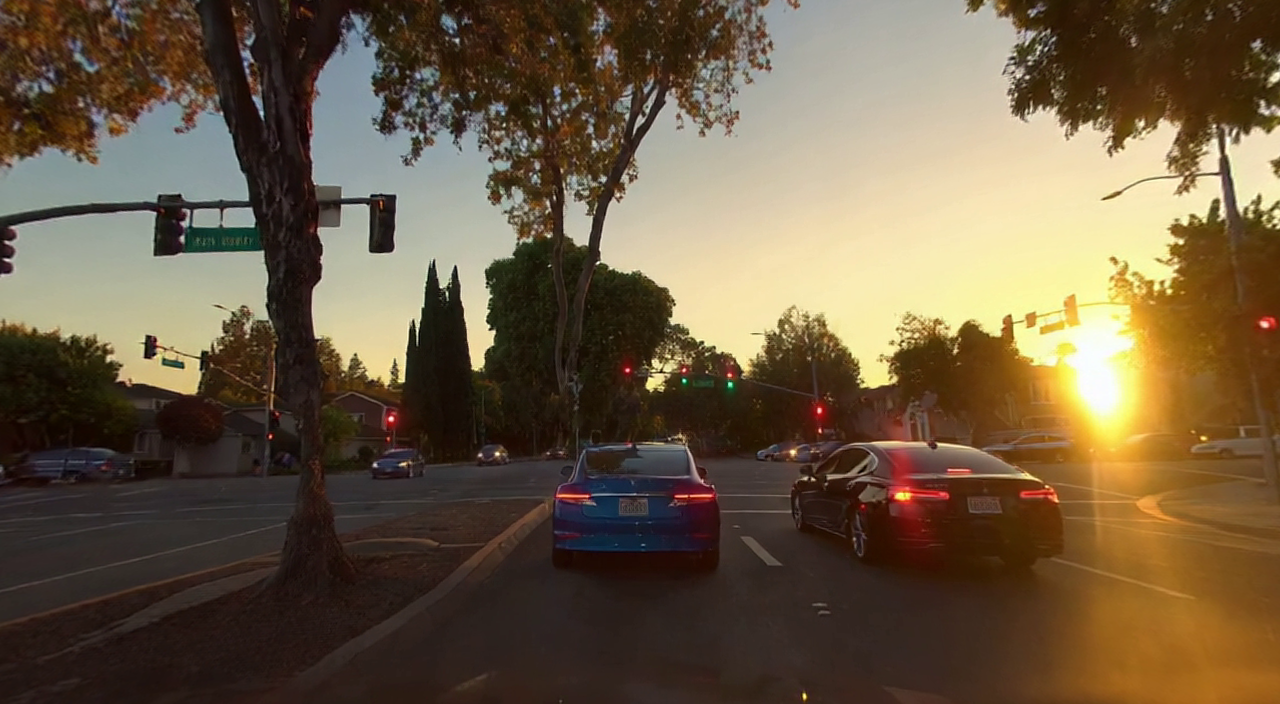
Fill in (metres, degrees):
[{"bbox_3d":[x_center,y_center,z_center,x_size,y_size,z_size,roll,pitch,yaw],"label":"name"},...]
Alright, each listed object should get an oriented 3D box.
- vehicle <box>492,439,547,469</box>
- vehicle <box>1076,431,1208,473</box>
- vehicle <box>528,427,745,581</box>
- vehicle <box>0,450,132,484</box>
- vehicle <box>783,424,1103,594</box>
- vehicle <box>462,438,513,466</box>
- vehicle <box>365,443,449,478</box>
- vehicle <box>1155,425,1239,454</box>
[{"bbox_3d":[-7.433,6.342,39.472,2.383,1.779,4.973,0,-8,1],"label":"vehicle"},{"bbox_3d":[23.995,4.777,30.311,4.520,1.762,2.005,-2,-8,-1],"label":"vehicle"},{"bbox_3d":[-0.054,1.783,8.248,2.103,1.478,4.073,0,-8,-1],"label":"vehicle"},{"bbox_3d":[-28.121,5.611,31.049,4.538,1.591,1.949,0,-8,1],"label":"vehicle"},{"bbox_3d":[3.183,1.714,7.770,1.913,1.505,4.097,0,-8,0],"label":"vehicle"},{"bbox_3d":[-10.941,7.232,45.765,2.376,1.916,4.899,0,-8,1],"label":"vehicle"},{"bbox_3d":[-11.273,5.271,31.029,2.102,1.531,5.072,0,-8,2],"label":"vehicle"},{"bbox_3d":[41.705,6.583,47.352,4.388,2.079,1.960,0,-8,-2],"label":"vehicle"}]
